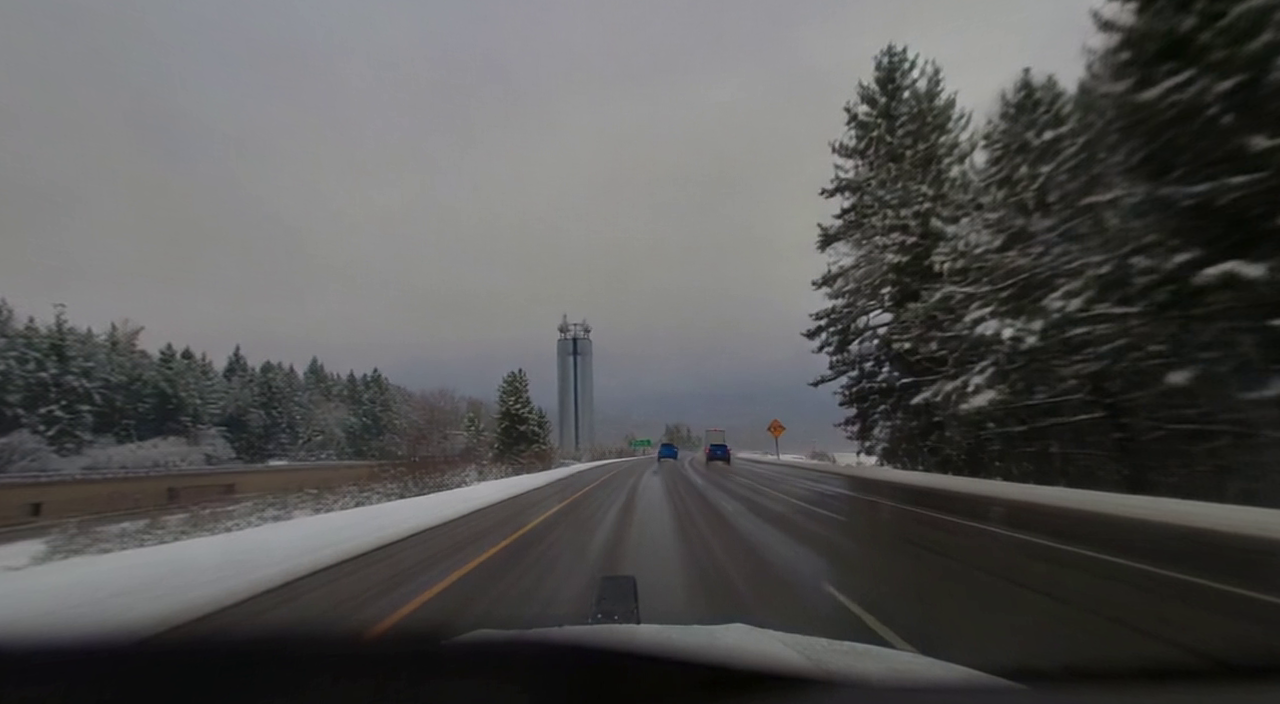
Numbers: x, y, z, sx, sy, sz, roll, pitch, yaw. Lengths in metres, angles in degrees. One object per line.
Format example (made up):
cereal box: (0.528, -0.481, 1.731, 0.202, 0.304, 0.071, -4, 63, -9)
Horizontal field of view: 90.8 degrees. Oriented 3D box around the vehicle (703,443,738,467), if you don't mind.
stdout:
vehicle: (5.493, 7.022, 43.419, 2.030, 1.526, 4.165, 0, -8, 3)
